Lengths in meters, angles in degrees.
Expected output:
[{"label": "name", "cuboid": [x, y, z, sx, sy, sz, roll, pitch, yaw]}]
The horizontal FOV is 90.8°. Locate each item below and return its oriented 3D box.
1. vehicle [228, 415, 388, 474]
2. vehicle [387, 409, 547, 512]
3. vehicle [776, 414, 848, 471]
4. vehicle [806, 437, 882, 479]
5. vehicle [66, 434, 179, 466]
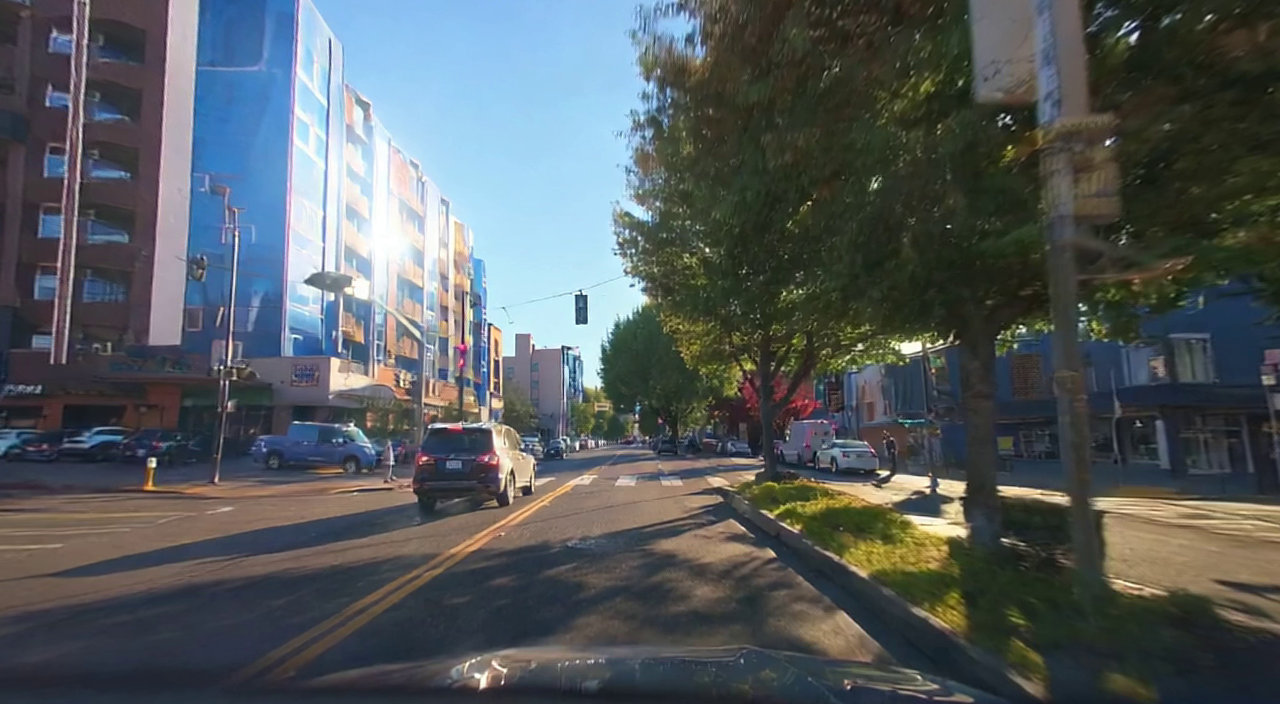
[{"label": "vehicle", "cuboid": [-13.524, 3.806, 26.044, 5.188, 2.293, 2.381, 0, -9, -1]}, {"label": "vehicle", "cuboid": [-3.322, 2.211, 13.187, 2.002, 1.756, 4.366, 0, -9, 1]}, {"label": "vehicle", "cuboid": [9.084, 4.895, 33.993, 2.285, 2.778, 5.847, 0, -9, 1]}, {"label": "vehicle", "cuboid": [8.826, 4.622, 27.755, 1.854, 1.663, 4.300, 0, -9, 0]}, {"label": "vehicle", "cuboid": [-25.220, 4.769, 30.857, 3.998, 1.423, 1.754, 0, -6, 2]}]
